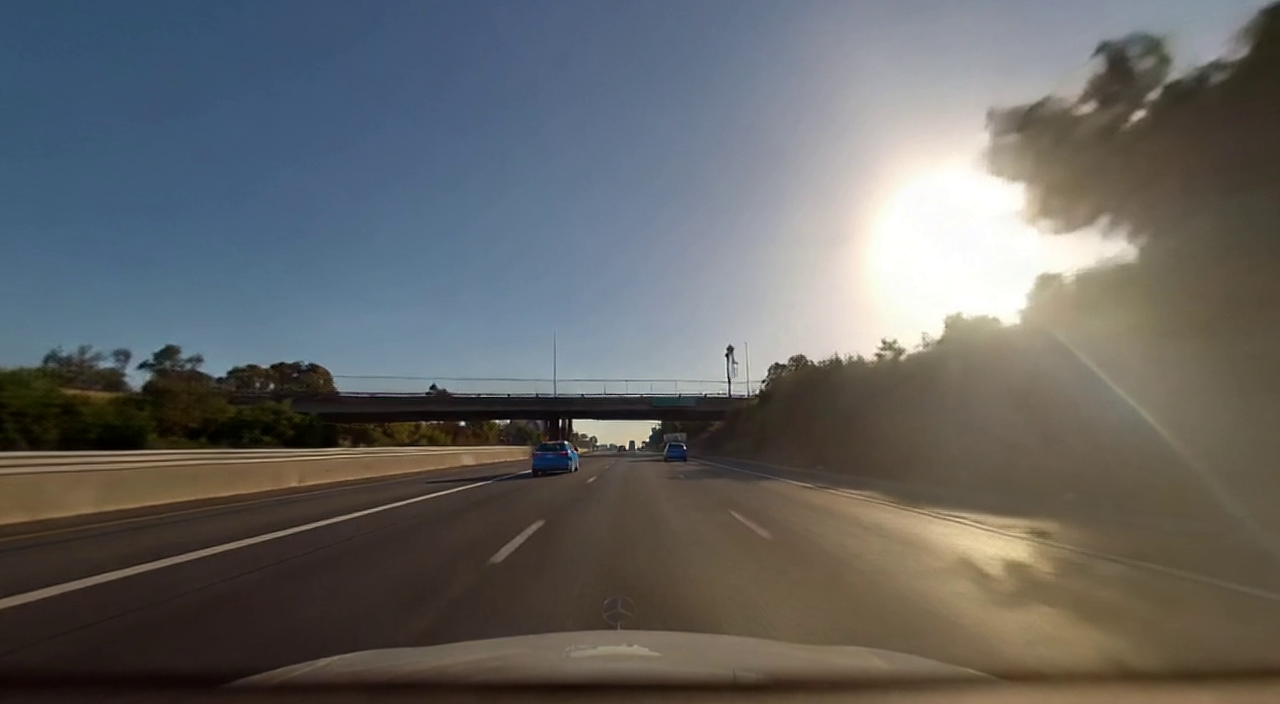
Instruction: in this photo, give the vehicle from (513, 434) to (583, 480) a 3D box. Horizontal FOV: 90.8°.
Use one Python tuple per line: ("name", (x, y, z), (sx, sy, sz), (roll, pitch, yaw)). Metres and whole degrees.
("vehicle", (-3.790, 4.453, 27.144), (2.205, 1.773, 5.124), (0, -8, 0))
